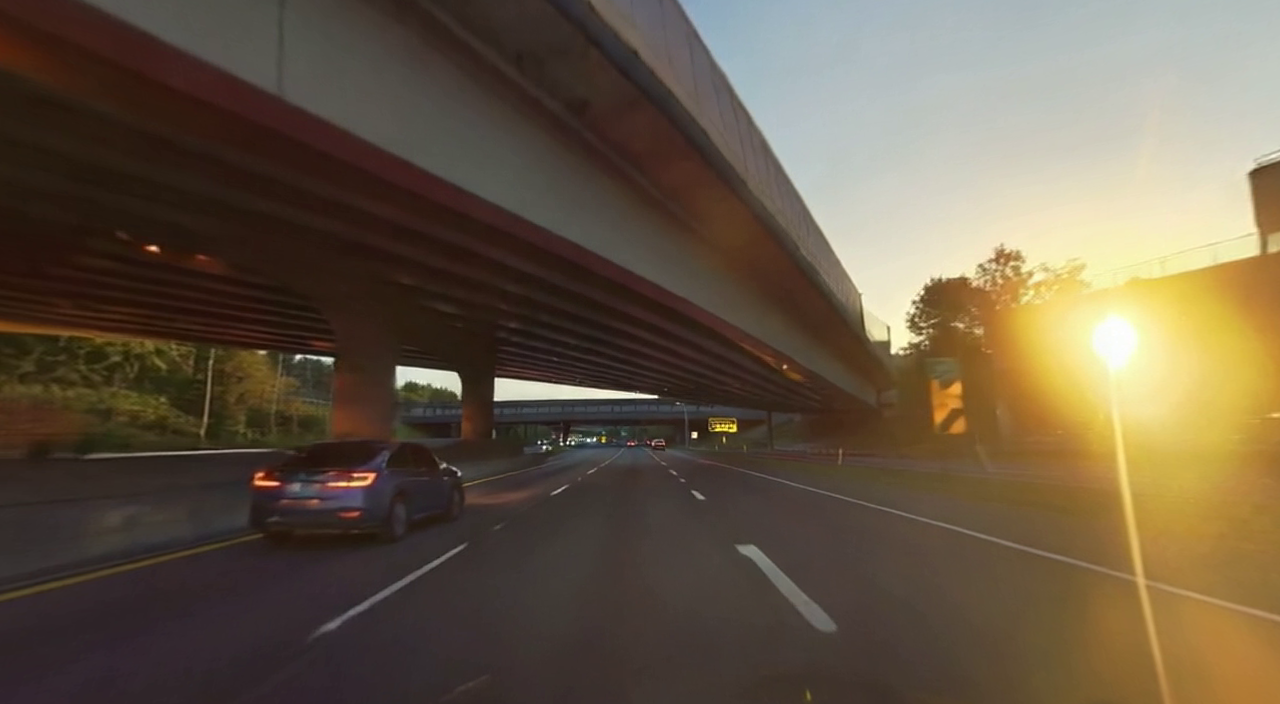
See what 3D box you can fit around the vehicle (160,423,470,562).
[{"bbox_3d":[-4.041,1.806,8.935,1.934,1.451,4.544,0,-8,1],"label":"vehicle"}]
